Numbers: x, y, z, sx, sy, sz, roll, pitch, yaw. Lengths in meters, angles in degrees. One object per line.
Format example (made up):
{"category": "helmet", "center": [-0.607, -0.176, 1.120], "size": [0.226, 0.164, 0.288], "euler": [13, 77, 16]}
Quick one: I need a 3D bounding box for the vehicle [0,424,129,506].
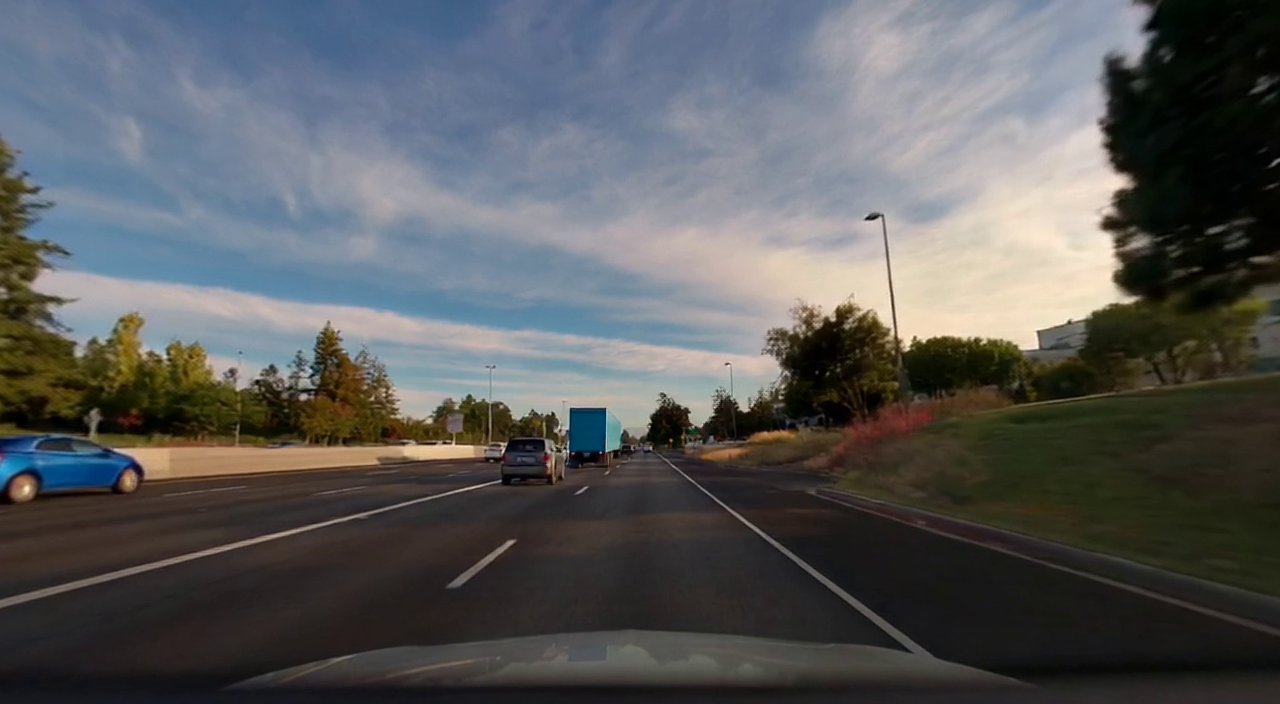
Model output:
{"category": "vehicle", "center": [-14.405, 2.518, 14.164], "size": [1.997, 1.695, 4.492], "euler": [0, -8, 1]}

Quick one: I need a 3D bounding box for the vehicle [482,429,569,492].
{"category": "vehicle", "center": [-3.679, 3.581, 21.184], "size": [2.058, 1.840, 4.443], "euler": [0, -8, 0]}

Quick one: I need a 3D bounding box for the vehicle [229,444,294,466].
{"category": "vehicle", "center": [-24.932, 6.784, 41.684], "size": [1.815, 1.408, 3.971], "euler": [0, -8, 0]}

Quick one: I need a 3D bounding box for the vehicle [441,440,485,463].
{"category": "vehicle", "center": [-13.707, 7.750, 49.151], "size": [2.017, 1.685, 4.732], "euler": [0, -8, 1]}

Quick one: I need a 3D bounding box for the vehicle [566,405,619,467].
{"category": "vehicle", "center": [-3.324, 6.467, 47.949], "size": [2.905, 4.037, 12.921], "euler": [0, -8, 0]}
